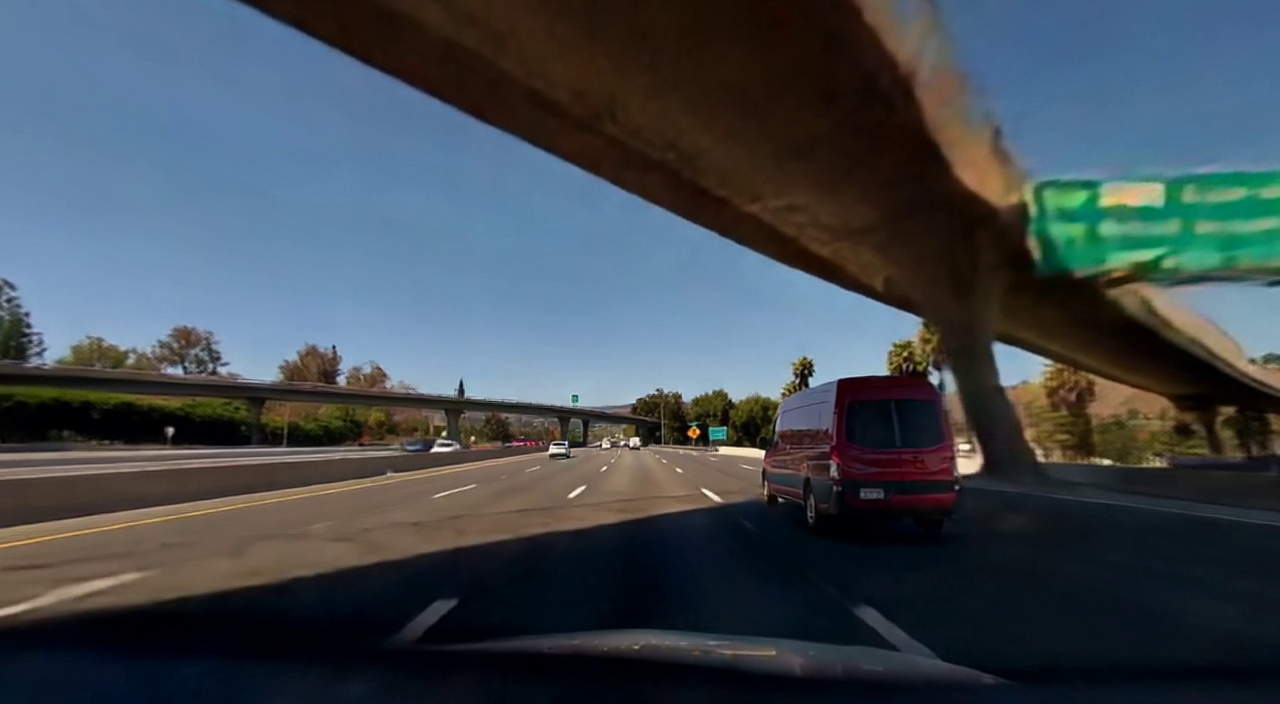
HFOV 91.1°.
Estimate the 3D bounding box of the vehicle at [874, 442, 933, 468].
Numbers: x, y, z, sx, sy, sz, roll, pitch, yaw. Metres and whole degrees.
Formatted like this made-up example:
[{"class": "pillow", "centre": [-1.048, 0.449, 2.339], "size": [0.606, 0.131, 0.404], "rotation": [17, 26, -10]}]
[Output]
[{"class": "vehicle", "centre": [18.712, 7.326, 44.888], "size": [2.294, 1.737, 4.708], "rotation": [0, -8, 2]}]
